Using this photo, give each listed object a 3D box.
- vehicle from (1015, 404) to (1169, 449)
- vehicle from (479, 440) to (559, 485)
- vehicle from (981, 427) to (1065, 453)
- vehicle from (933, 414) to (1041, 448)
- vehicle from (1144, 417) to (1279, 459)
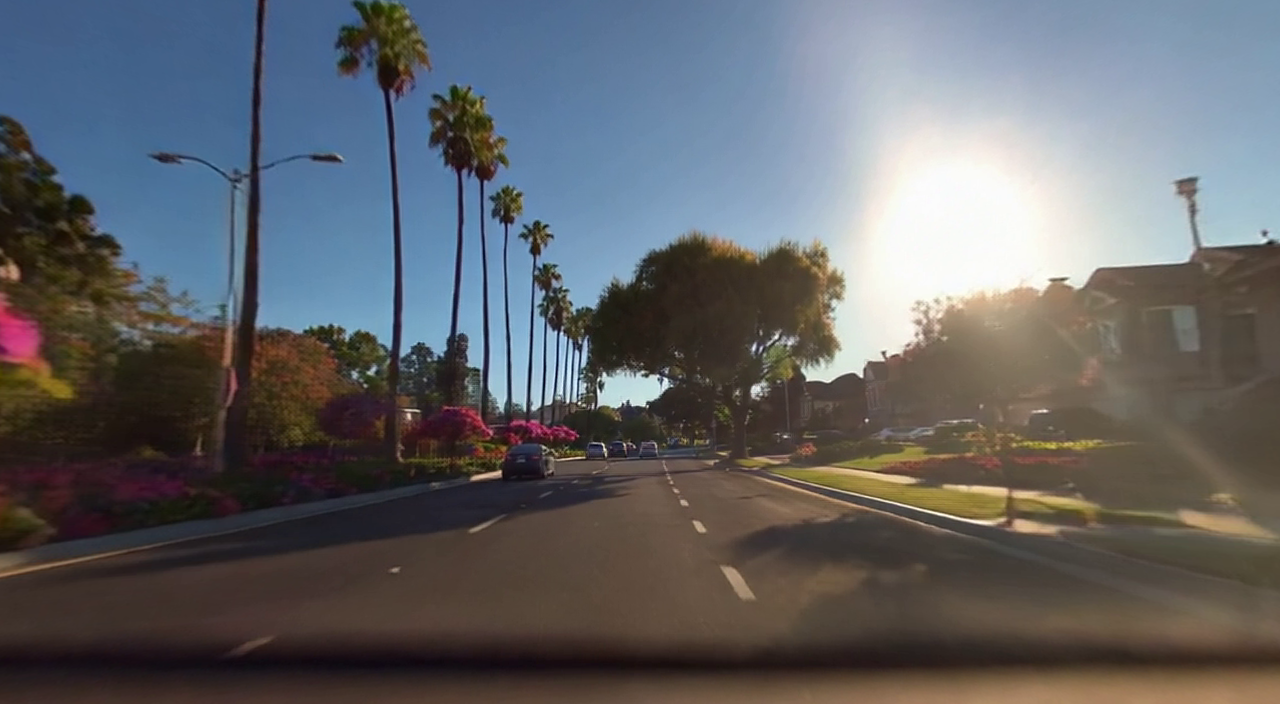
[{"bbox_3d":[21.188,3.546,29.612,5.458,2.044,2.299,0,-9,-2],"label":"vehicle"},{"bbox_3d":[-4.293,3.994,23.079,2.036,1.478,4.508,0,-9,0],"label":"vehicle"},{"bbox_3d":[21.335,4.935,35.042,3.648,1.427,1.686,1,-9,-6],"label":"vehicle"},{"bbox_3d":[20.952,4.817,38.042,5.294,1.978,2.201,1,-9,-7],"label":"vehicle"},{"bbox_3d":[21.612,3.185,23.376,4.168,1.489,1.768,0,-7,0],"label":"vehicle"}]
